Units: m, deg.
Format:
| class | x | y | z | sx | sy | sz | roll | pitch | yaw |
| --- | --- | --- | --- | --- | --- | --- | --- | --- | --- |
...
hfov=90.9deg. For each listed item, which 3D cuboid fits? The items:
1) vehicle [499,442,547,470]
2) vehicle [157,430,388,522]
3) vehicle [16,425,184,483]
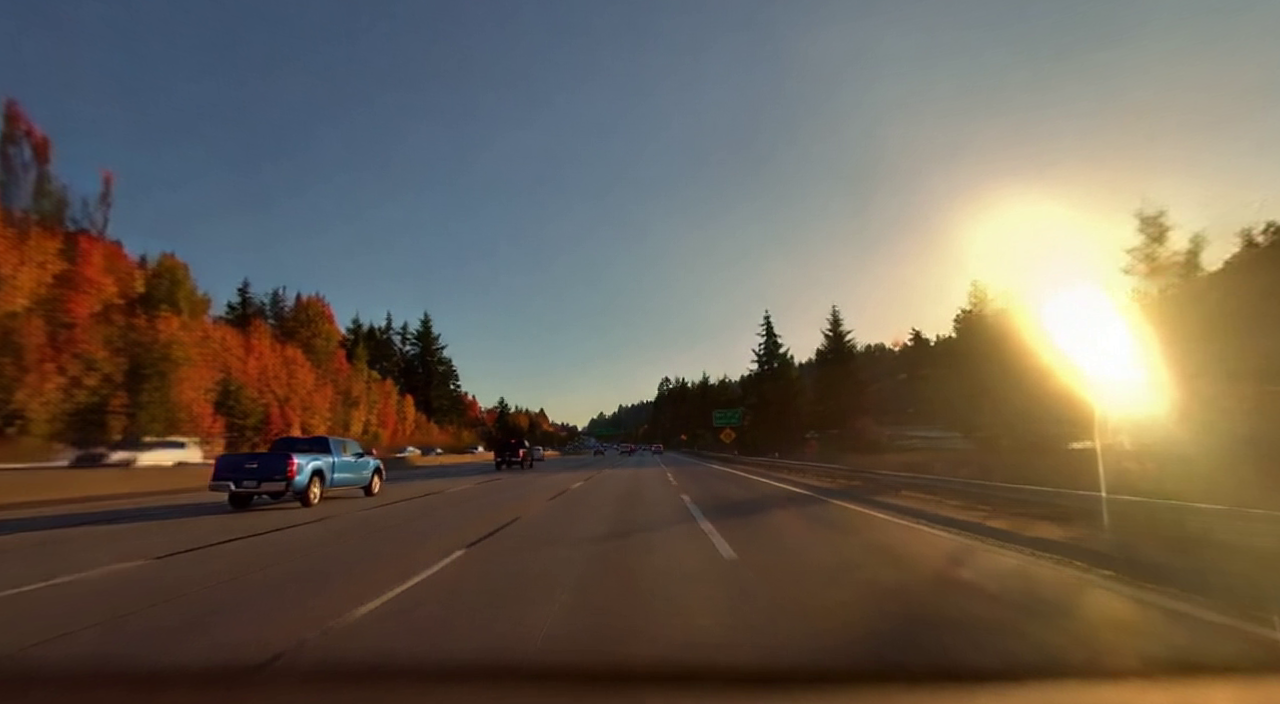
| class | x | y | z | sx | sy | sz | roll | pitch | yaw |
| --- | --- | --- | --- | --- | --- | --- | --- | --- | --- |
| vehicle | -6.826 | 6.106 | 37.183 | 1.919 | 1.499 | 4.234 | 0 | -8 | 1 |
| vehicle | -7.311 | 2.489 | 13.284 | 1.965 | 1.567 | 4.686 | 0 | -8 | 1 |
| vehicle | -25.874 | 4.914 | 30.678 | 2.311 | 2.519 | 6.333 | 0 | -8 | 3 |
